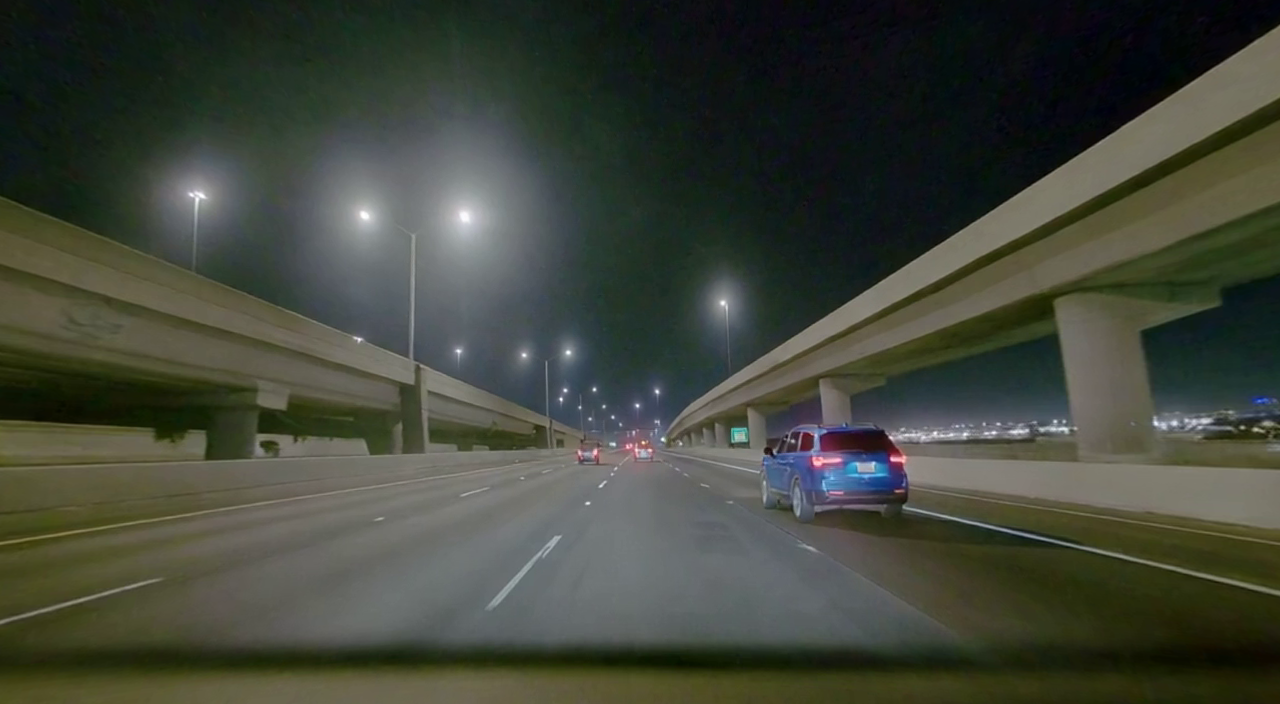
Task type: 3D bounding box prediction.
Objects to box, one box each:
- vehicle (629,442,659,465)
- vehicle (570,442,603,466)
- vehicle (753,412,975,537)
[{"bbox_3d":[0.248,7.655,47.691,2.132,1.657,3.967,0,-8,-2],"label":"vehicle"},{"bbox_3d":[-3.780,7.292,45.268,2.000,1.646,4.201,0,-8,-1],"label":"vehicle"},{"bbox_3d":[3.803,2.186,11.927,2.288,1.841,4.779,0,-8,-2],"label":"vehicle"}]
